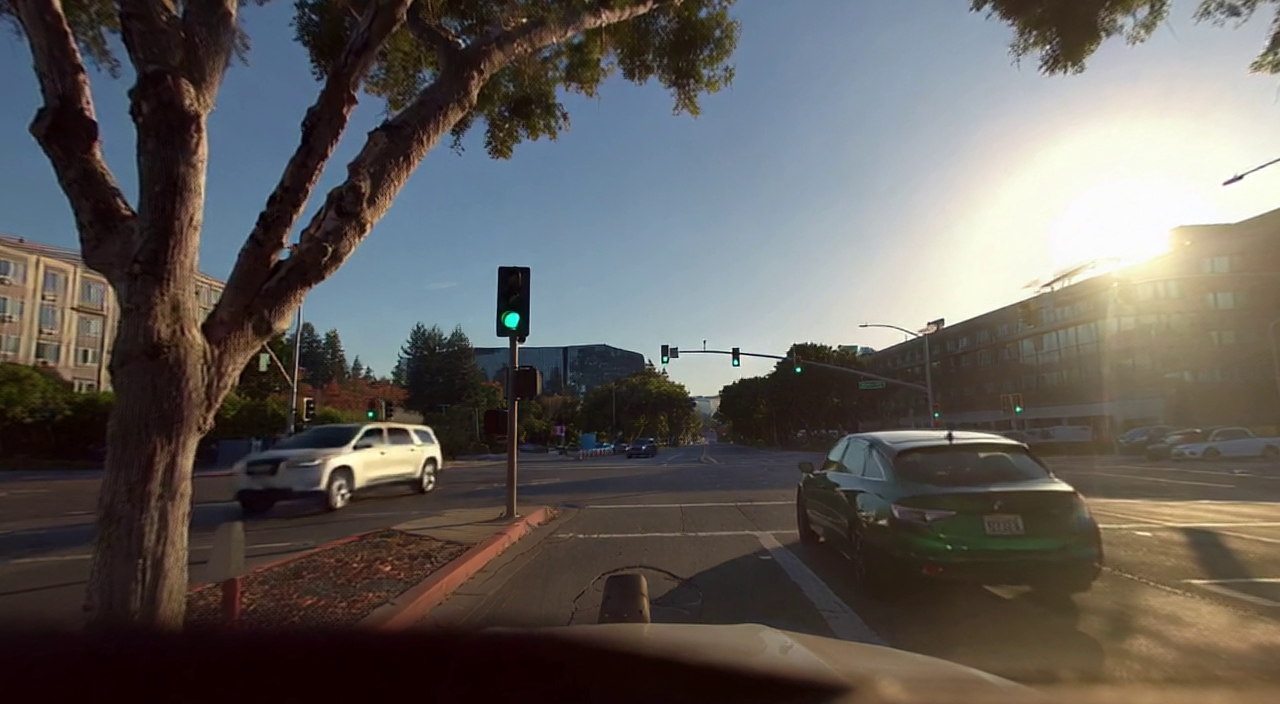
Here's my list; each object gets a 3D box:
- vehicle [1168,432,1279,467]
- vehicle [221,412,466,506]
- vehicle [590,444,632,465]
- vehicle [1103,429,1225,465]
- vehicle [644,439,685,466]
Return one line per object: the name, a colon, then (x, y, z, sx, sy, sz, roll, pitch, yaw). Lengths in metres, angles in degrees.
vehicle: (26.285, 4.284, 27.827, 4.644, 1.470, 1.922, 1, -8, -10)
vehicle: (-8.384, 3.221, 19.698, 2.775, 2.246, 9.043, -1, -8, 4)
vehicle: (-2.035, 7.360, 45.490, 2.076, 1.476, 3.873, -2, -8, 12)
vehicle: (25.935, 4.698, 31.285, 4.441, 1.674, 2.035, 1, -8, -8)
vehicle: (1.746, 6.835, 43.176, 2.197, 1.739, 4.177, -2, -8, 10)
